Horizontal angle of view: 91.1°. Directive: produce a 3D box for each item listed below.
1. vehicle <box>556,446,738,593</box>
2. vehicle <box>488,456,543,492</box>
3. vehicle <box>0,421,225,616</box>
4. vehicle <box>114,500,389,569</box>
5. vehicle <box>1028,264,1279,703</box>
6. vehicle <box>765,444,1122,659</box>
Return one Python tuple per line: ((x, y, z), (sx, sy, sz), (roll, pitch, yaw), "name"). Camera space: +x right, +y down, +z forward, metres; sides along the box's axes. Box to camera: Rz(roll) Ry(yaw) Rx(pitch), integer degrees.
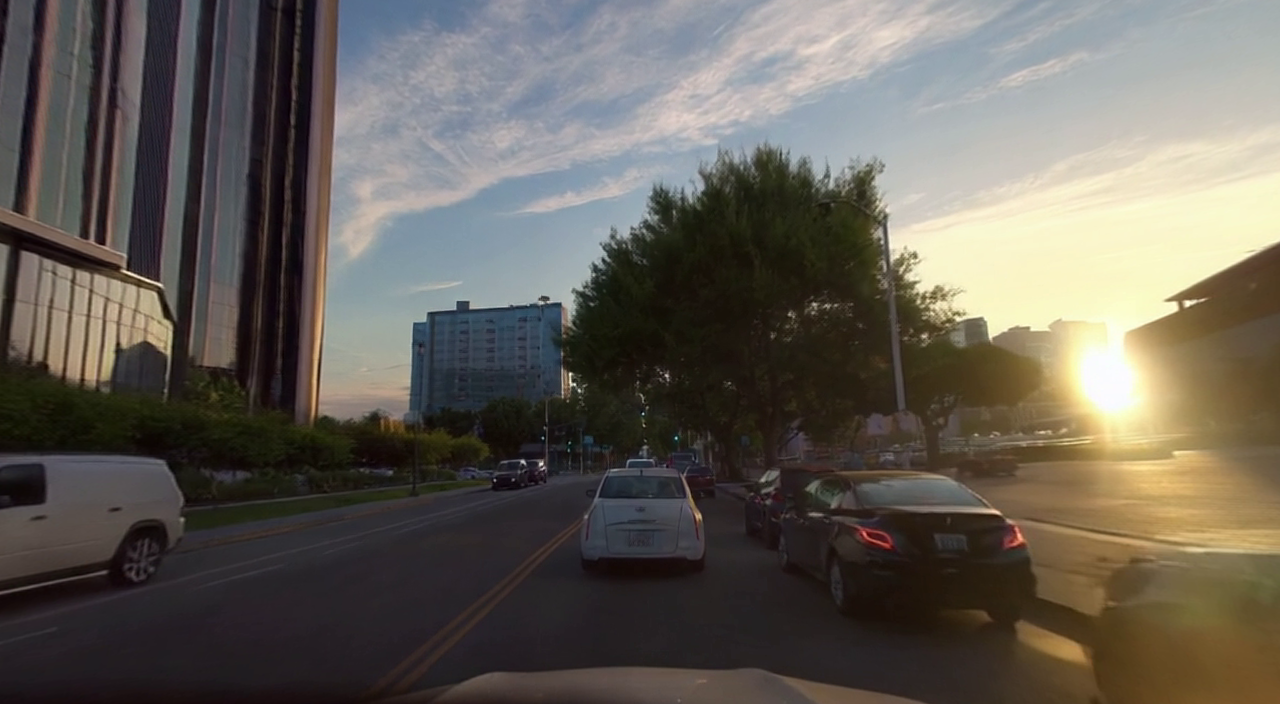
((0.081, 2.205, 8.886), (2.018, 1.583, 3.646), (1, -11, 0), "vehicle")
((-6.560, 6.538, 33.494), (2.024, 1.654, 4.396), (-3, -12, 0), "vehicle")
((-6.715, 1.690, 6.319), (1.994, 1.701, 4.520), (-3, -12, -1), "vehicle")
((-6.827, 3.324, 11.901), (2.223, 0.774, 4.789), (1, -10, 0), "vehicle")
((2.752, 0.512, 0.602), (1.868, 1.920, 4.501), (1, -11, 1), "vehicle")
((2.678, 1.872, 6.800), (1.884, 1.566, 4.018), (1, -11, 1), "vehicle")
